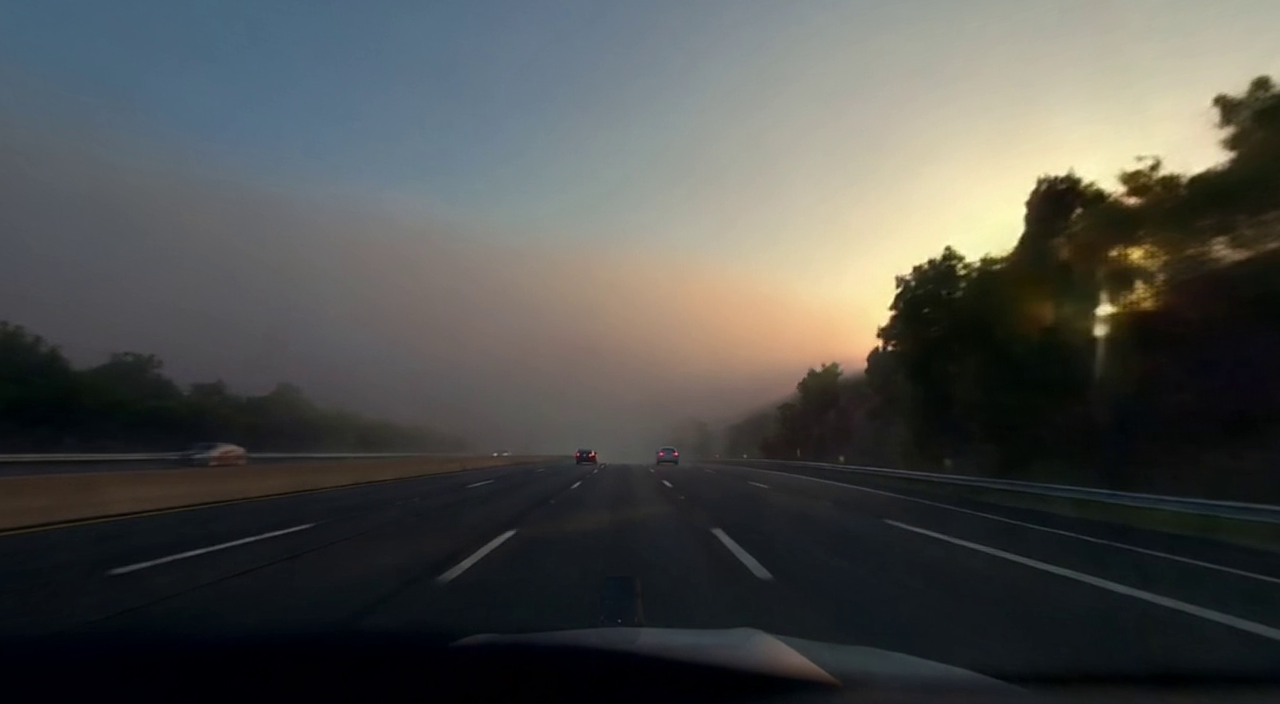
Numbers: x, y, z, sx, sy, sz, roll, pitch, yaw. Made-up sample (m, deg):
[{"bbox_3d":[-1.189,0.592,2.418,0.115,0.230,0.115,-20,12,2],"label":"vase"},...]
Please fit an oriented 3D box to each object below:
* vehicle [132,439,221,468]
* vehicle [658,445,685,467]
[{"bbox_3d":[-24.530,5.380,33.328,1.733,1.452,4.029,0,-9,-2],"label":"vehicle"},{"bbox_3d":[2.356,7.898,47.812,1.895,1.555,4.030,0,-9,0],"label":"vehicle"}]
